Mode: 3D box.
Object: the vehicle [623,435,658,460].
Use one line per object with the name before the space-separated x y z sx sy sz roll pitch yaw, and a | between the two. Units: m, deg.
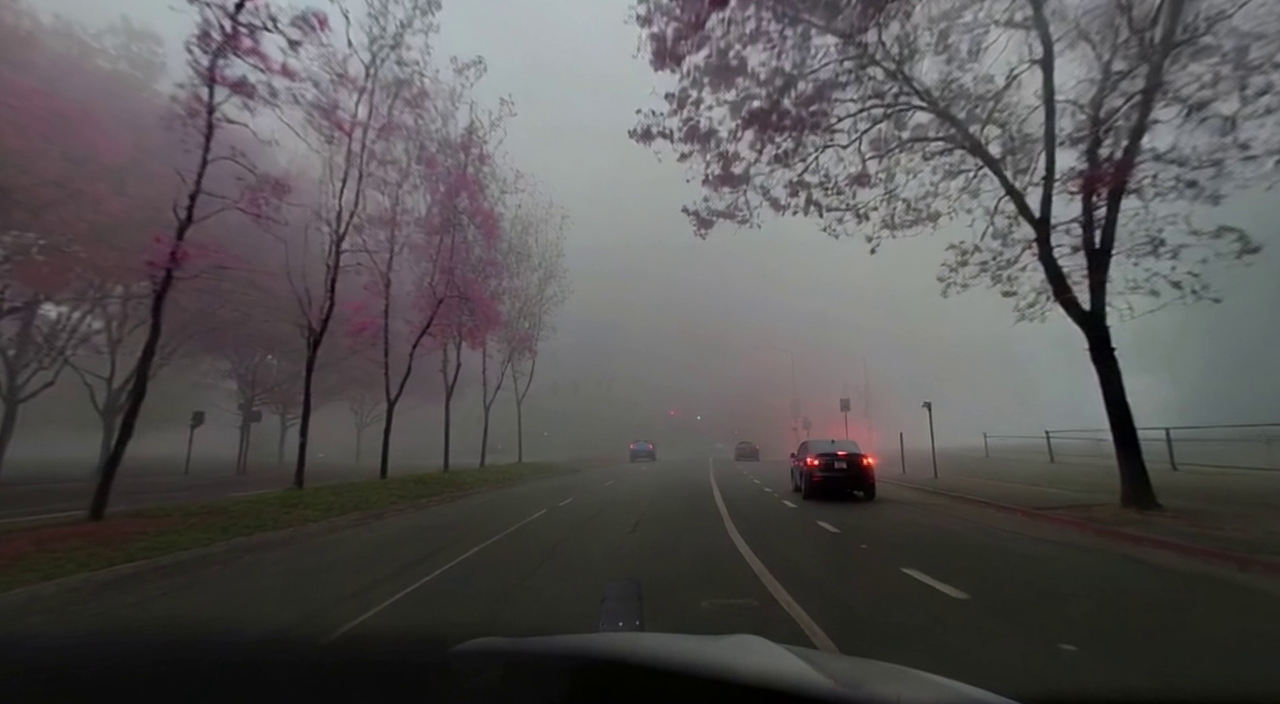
vehicle | 0.087 6.914 45.515 1.995 1.703 4.367 -1 -9 7
